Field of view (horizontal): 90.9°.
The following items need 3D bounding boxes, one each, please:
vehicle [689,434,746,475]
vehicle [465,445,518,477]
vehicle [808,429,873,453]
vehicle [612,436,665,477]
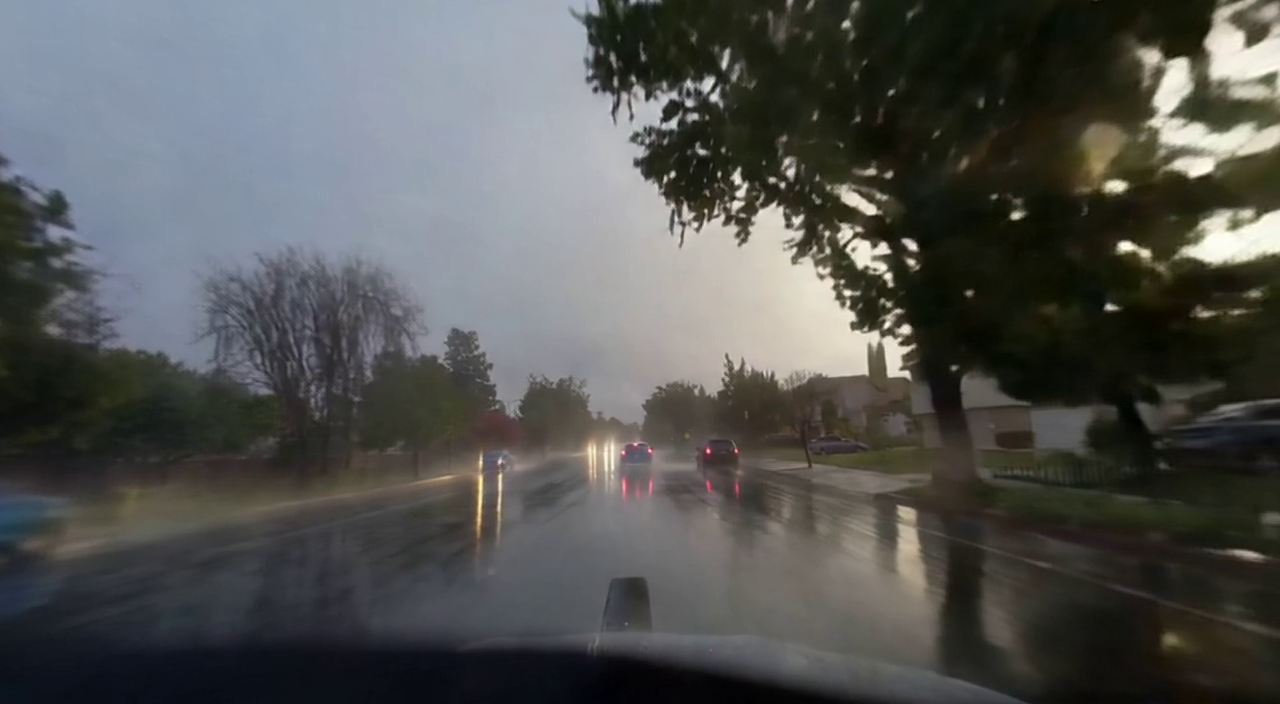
[{"bbox_3d":[3.490,4.697,29.140,2.024,1.711,4.512,0,-8,-1],"label":"vehicle"},{"bbox_3d":[-9.369,6.911,40.156,2.101,1.703,4.481,-6,-8,1],"label":"vehicle"},{"bbox_3d":[15.439,6.900,48.683,4.378,1.754,2.007,1,-9,1],"label":"vehicle"},{"bbox_3d":[-0.079,4.618,28.086,2.200,1.653,4.127,0,-8,0],"label":"vehicle"}]
